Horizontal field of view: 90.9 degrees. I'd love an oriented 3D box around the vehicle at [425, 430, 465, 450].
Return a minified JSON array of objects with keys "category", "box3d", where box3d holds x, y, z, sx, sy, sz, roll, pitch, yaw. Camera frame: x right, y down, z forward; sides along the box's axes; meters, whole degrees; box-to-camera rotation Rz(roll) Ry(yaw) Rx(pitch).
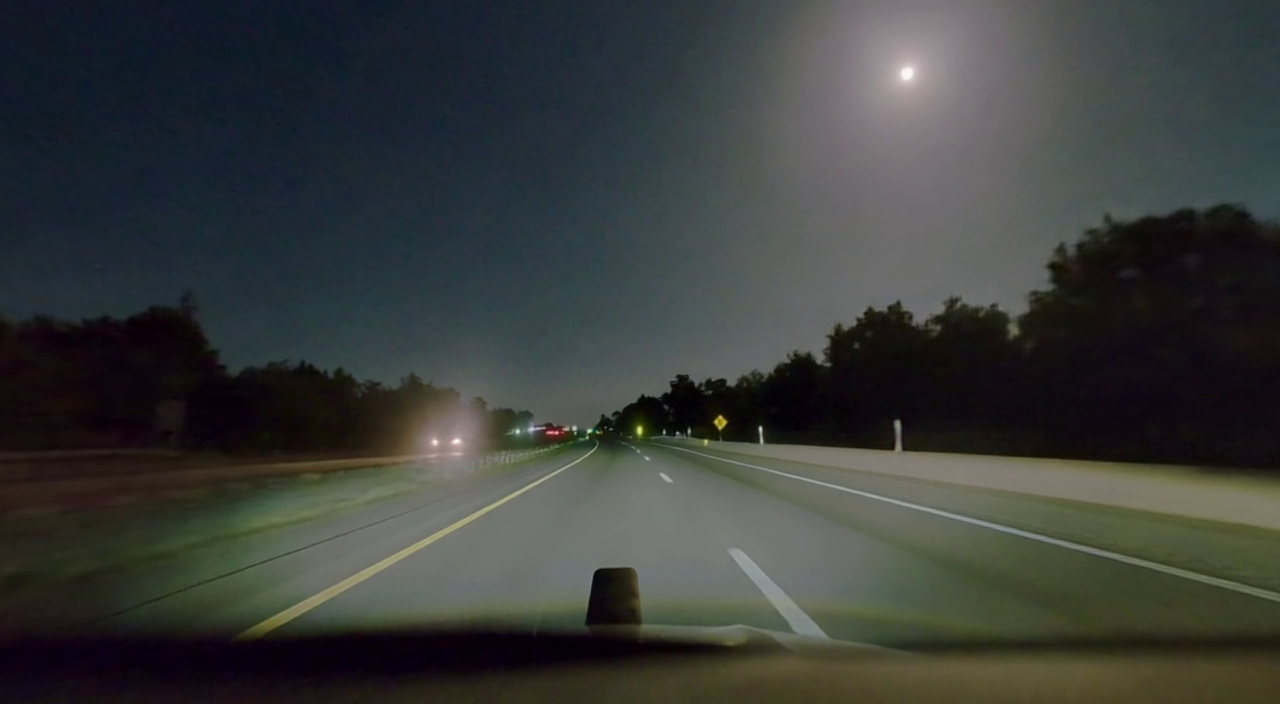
[{"category":"vehicle","box3d":[-15.085,6.836,49.044,1.817,1.489,4.370,0,-8,-1]}]
